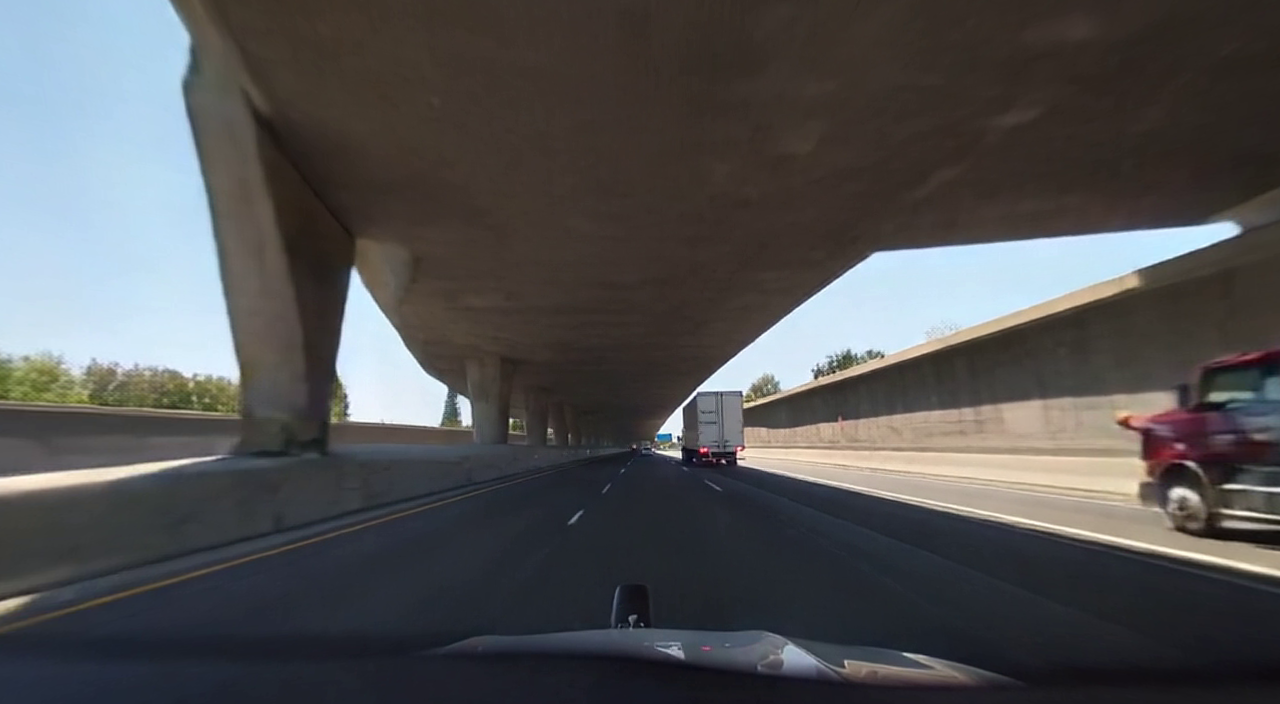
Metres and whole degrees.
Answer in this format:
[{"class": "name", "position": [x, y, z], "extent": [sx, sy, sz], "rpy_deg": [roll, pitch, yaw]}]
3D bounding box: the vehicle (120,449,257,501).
[{"class": "vehicle", "position": [-15.317, 4.149, 21.638], "extent": [1.746, 1.518, 3.857], "rpy_deg": [-1, -8, 2]}]

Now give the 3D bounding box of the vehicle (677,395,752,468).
[{"class": "vehicle", "position": [4.746, 5.641, 44.022], "extent": [3.187, 4.197, 15.004], "rpy_deg": [0, -8, -1]}]

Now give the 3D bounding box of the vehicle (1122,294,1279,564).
[{"class": "vehicle", "position": [7.768, 0.541, 4.691], "extent": [2.474, 2.730, 7.349], "rpy_deg": [0, -8, 0]}]
